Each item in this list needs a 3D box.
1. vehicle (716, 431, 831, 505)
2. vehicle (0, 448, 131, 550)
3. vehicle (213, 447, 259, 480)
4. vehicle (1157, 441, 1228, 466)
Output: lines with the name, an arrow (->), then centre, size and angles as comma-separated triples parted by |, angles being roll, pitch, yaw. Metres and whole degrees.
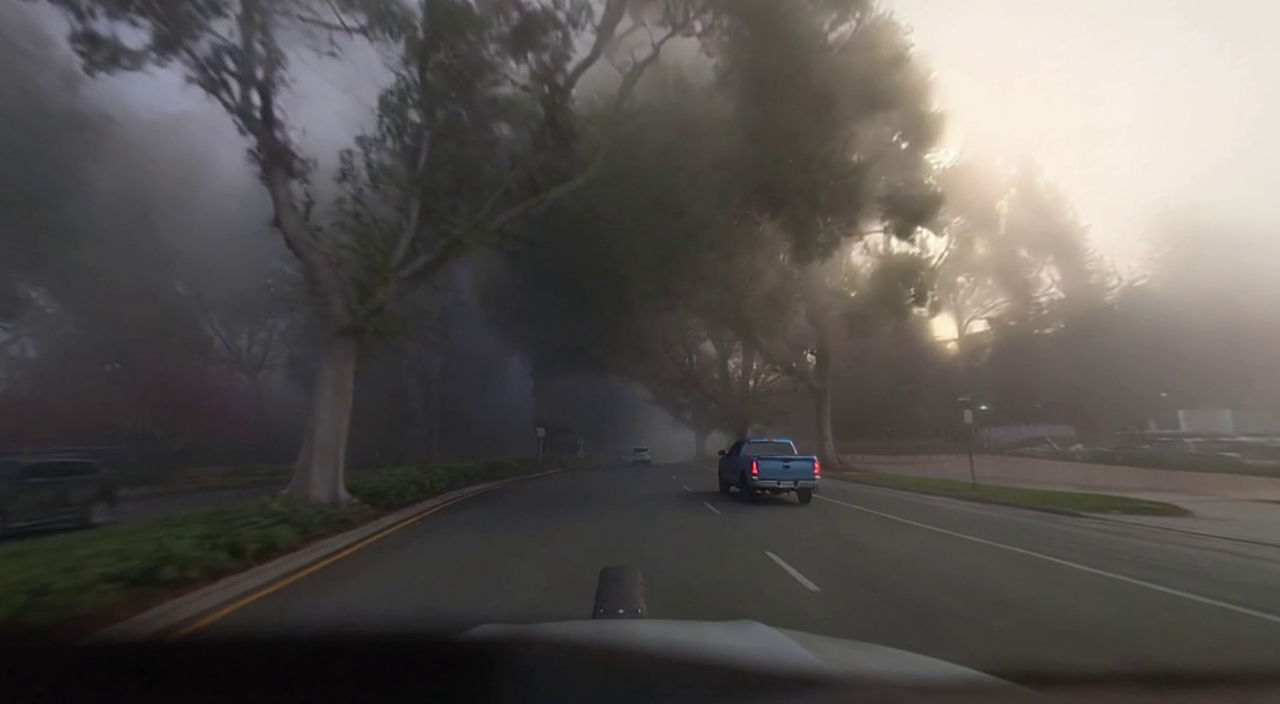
vehicle -> 3.696, 3.331, 18.642 | 2.138, 1.836, 5.245 | 0, -9, -1
vehicle -> -12.564, 2.704, 11.751 | 2.126, 1.800, 4.925 | 0, -9, -2
vehicle -> -30.478, 8.422, 47.740 | 2.165, 2.265, 2.041 | -2, -10, -7
vehicle -> 38.517, 7.094, 44.189 | 1.992, 1.630, 4.326 | -2, -9, 16
